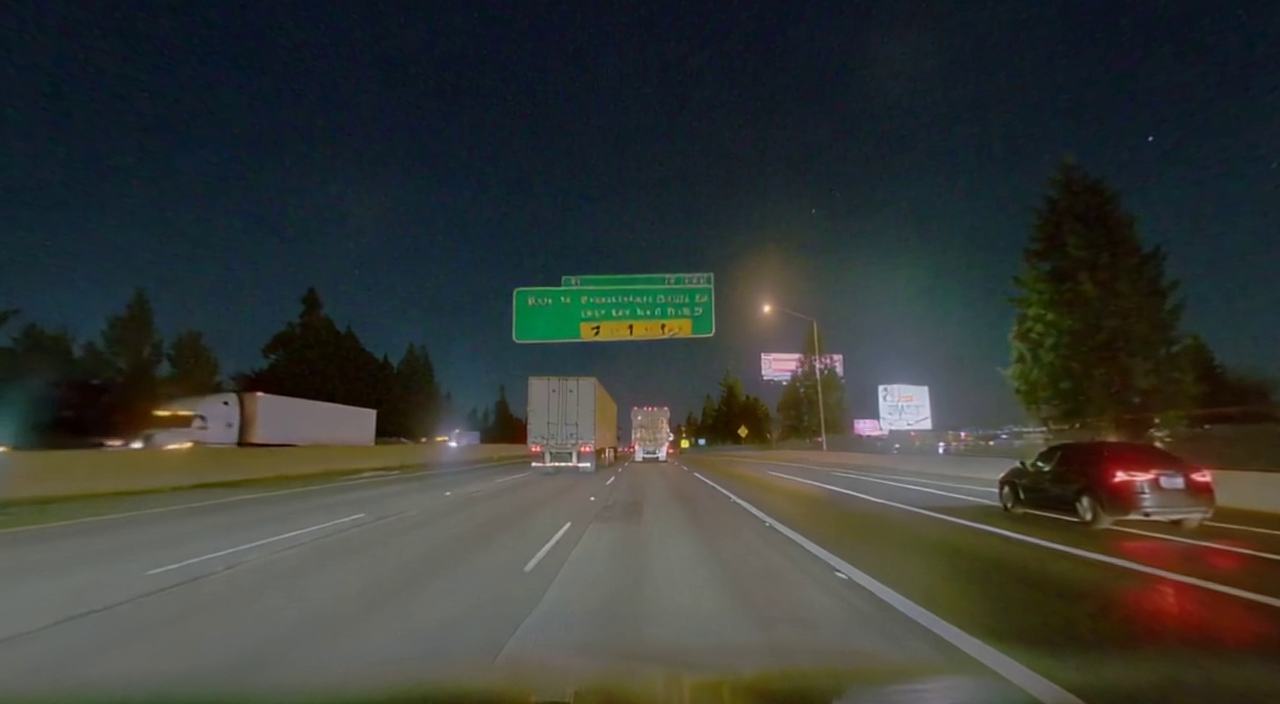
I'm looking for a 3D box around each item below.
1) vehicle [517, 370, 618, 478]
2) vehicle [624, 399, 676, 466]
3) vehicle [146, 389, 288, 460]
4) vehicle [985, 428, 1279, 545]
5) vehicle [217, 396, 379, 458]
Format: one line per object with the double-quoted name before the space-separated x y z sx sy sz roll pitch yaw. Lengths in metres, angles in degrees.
"vehicle" -2.857 3.420 29.072 2.962 3.947 11.574 0 -8 1
"vehicle" 0.669 5.546 43.022 3.054 3.944 11.230 0 -8 1
"vehicle" -25.310 4.553 38.347 3.130 3.891 7.268 0 -9 3
"vehicle" 8.146 2.125 10.774 1.969 1.560 4.394 1 -8 -1
"vehicle" -25.153 6.089 48.337 2.895 3.951 16.404 0 -9 1
